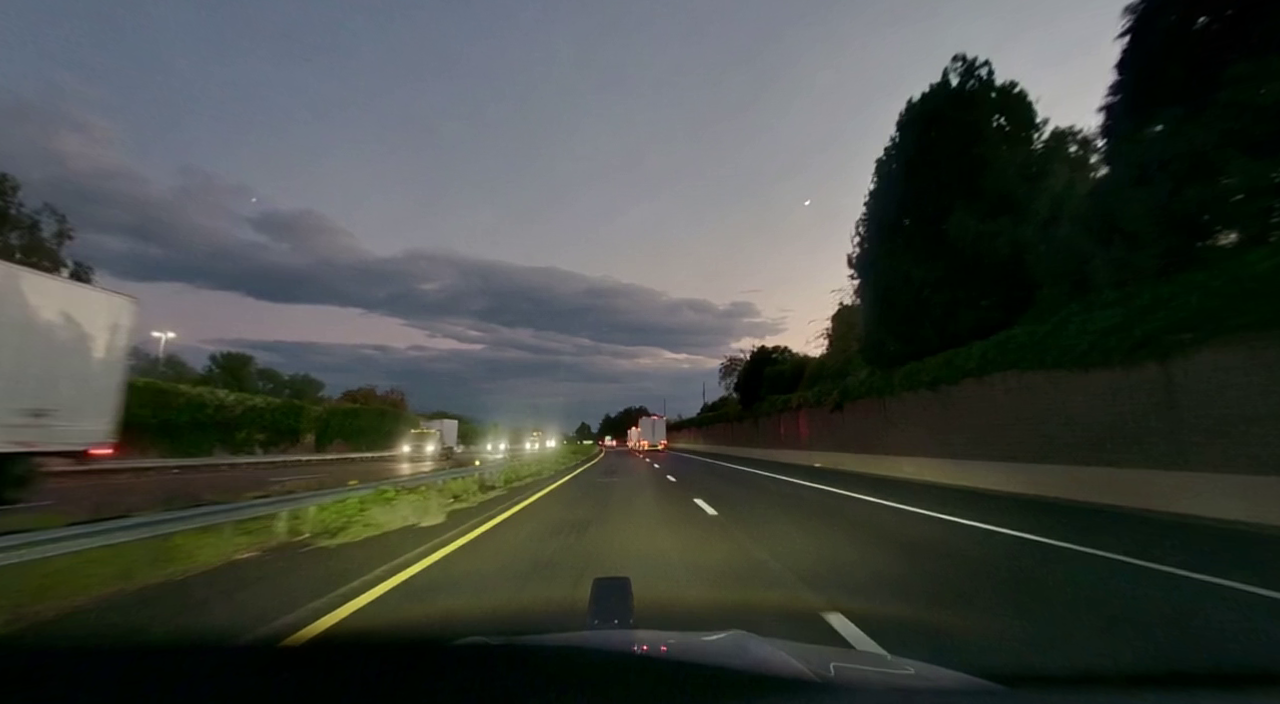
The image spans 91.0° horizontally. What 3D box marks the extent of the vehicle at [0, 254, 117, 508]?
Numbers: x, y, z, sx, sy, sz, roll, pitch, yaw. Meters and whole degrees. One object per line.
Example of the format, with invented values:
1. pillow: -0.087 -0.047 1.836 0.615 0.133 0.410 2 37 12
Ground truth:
1. vehicle: -13.059 -0.171 6.325 3.640 4.457 14.111 0 -8 -1

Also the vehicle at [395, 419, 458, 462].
1. vehicle: -14.117 5.948 42.113 2.294 2.641 5.907 0 -8 -2
